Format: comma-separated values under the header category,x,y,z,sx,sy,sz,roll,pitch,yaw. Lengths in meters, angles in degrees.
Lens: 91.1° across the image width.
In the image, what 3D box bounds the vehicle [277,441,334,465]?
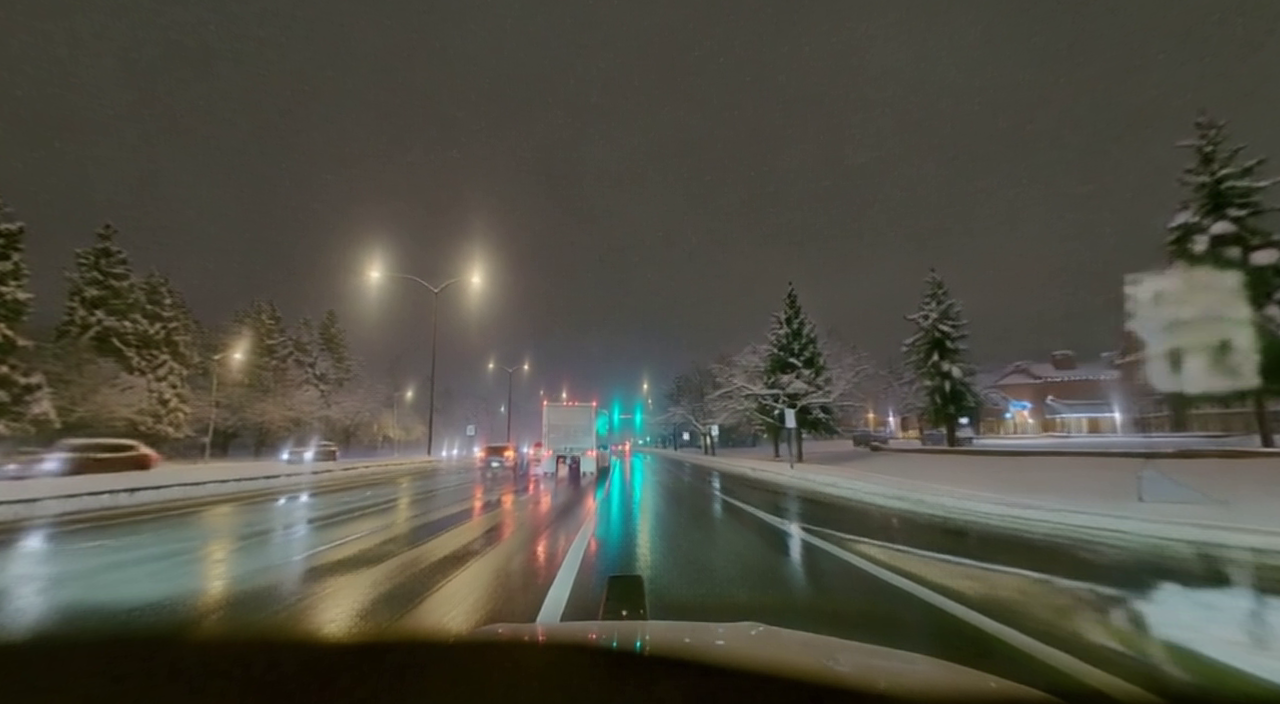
category,x,y,z,sx,sy,sz,roll,pitch,yaw
vehicle,-25.846,7.826,48.694,1.937,1.706,4.617,0,-9,0

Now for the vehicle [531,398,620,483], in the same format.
category,x,y,z,sx,sy,sz,roll,pitch,yaw
vehicle,-2.451,3.712,26.235,2.993,3.051,6.692,0,-9,0

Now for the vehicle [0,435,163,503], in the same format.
category,x,y,z,sx,sy,sz,roll,pitch,yaw
vehicle,-15.272,3.001,16.512,2.026,1.523,4.584,0,-9,-4

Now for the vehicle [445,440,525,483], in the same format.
category,x,y,z,sx,sy,sz,roll,pitch,yaw
vehicle,-5.787,4.120,23.964,2.023,1.483,4.143,0,-9,-1

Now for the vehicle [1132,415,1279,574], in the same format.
category,x,y,z,sx,sy,sz,roll,pitch,yaw
vehicle,8.349,1.466,6.339,2.140,1.685,4.720,5,-10,-30
